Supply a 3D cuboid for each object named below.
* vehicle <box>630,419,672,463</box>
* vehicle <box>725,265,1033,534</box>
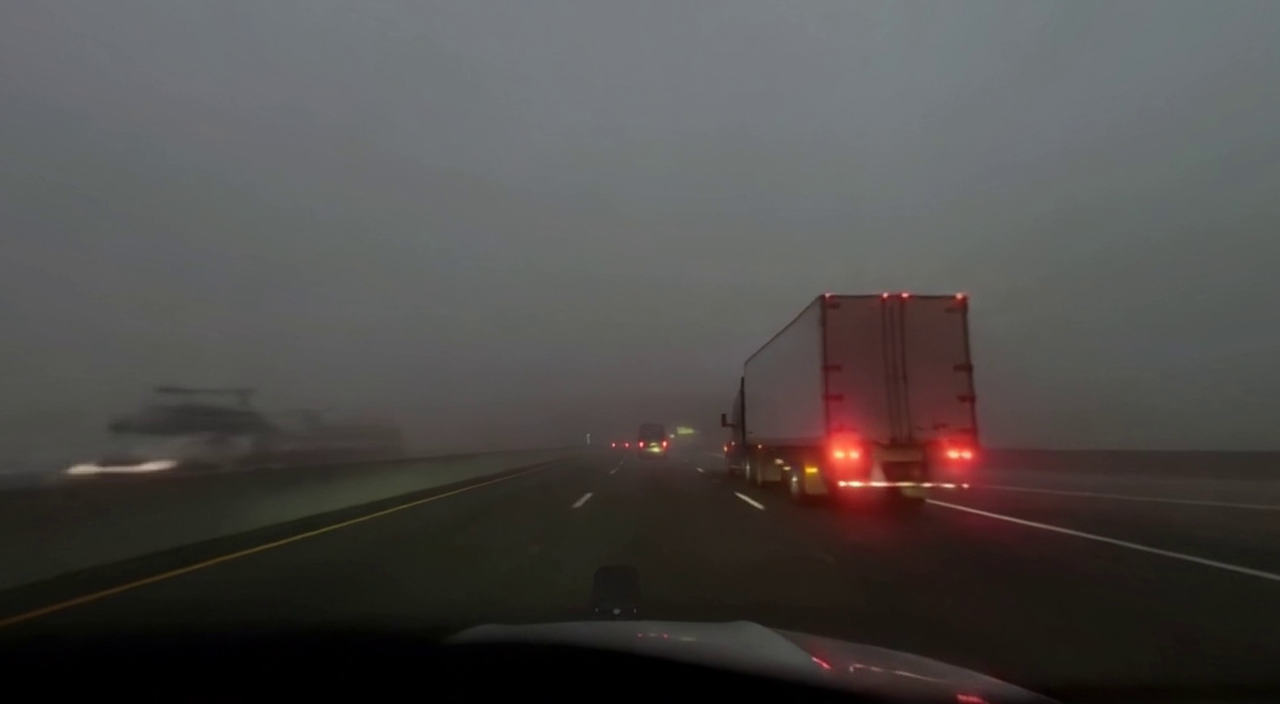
[{"bbox_3d":[0.682,5.779,40.828,2.481,2.618,6.314,-1,-8,1],"label":"vehicle"},{"bbox_3d":[4.226,1.432,14.789,2.997,3.983,10.860,1,-8,0],"label":"vehicle"}]
